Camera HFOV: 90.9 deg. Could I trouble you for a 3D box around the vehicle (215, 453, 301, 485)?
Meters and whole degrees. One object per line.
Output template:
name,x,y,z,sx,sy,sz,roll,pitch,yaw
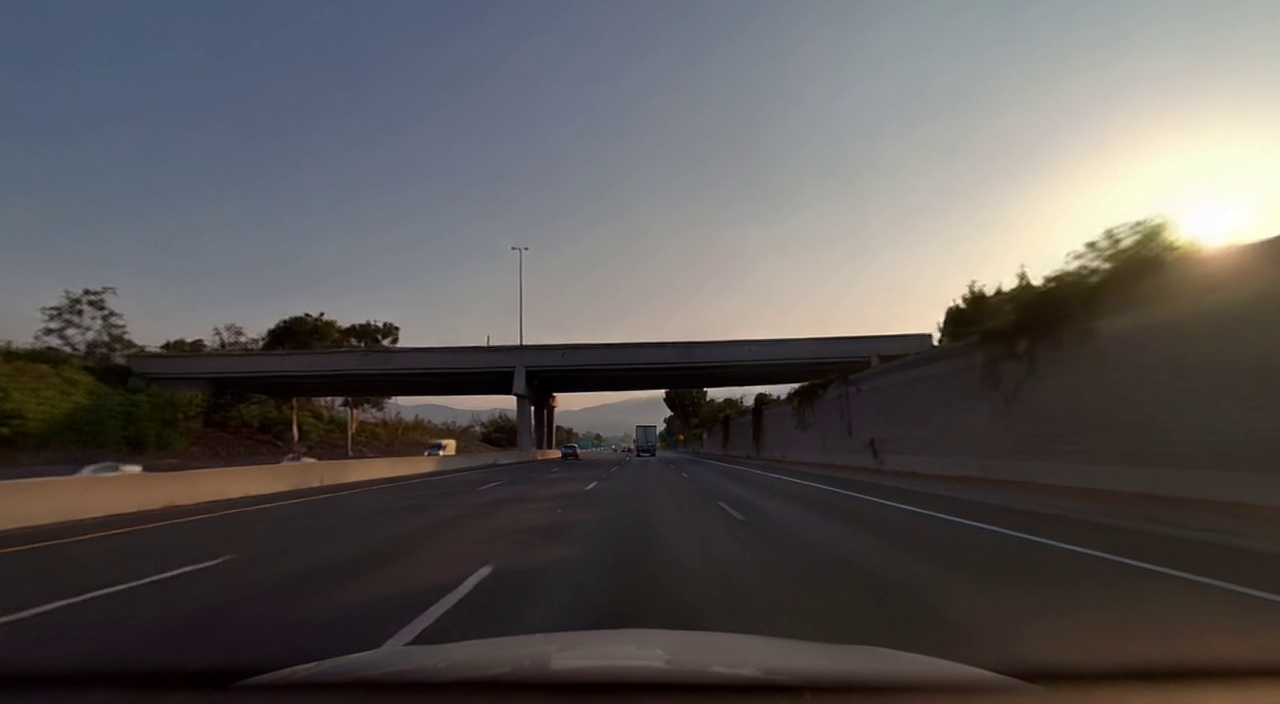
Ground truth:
vehicle,-20.202,6.179,33.561,1.879,1.487,4.188,0,-8,1

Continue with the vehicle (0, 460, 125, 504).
vehicle,-23.790,5.223,25.717,1.817,1.475,4.410,0,-8,1
